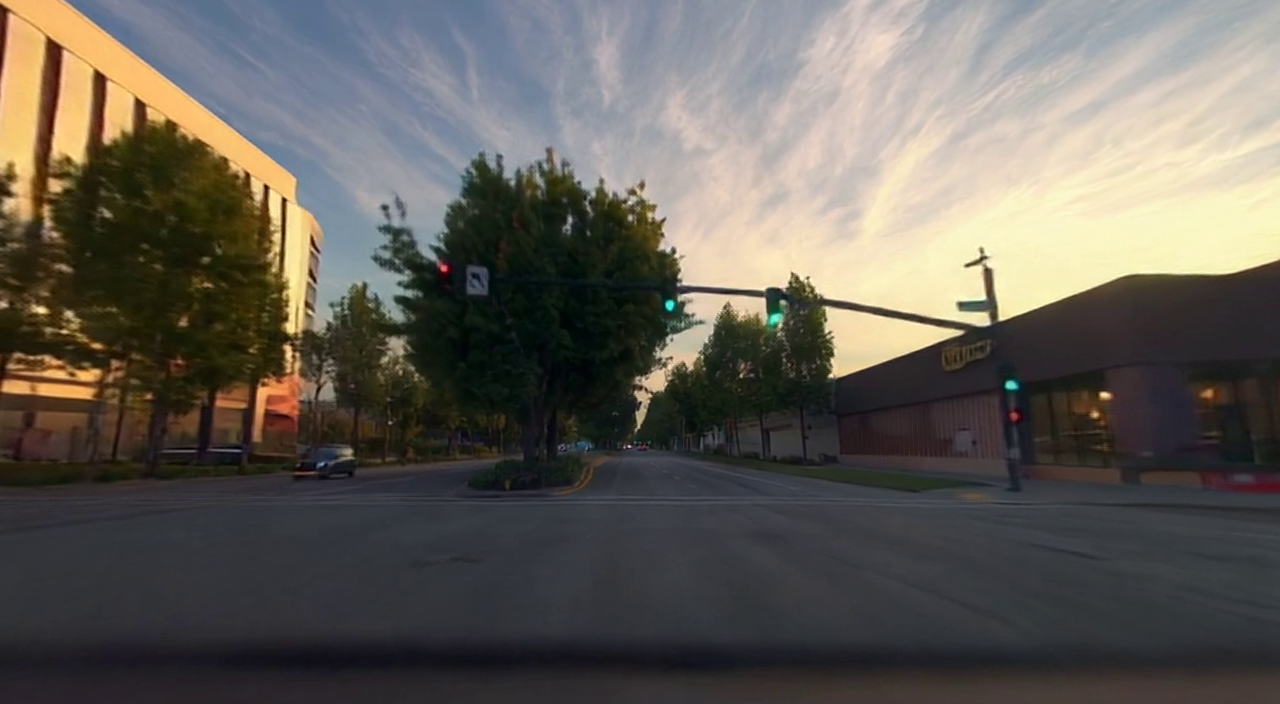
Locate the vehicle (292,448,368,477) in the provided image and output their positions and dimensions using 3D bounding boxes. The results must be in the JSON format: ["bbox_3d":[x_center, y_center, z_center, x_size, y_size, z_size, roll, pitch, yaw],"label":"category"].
[{"bbox_3d":[-16.782,5.984,34.491,1.924,1.434,4.456,0,-9,-1],"label":"vehicle"}]
